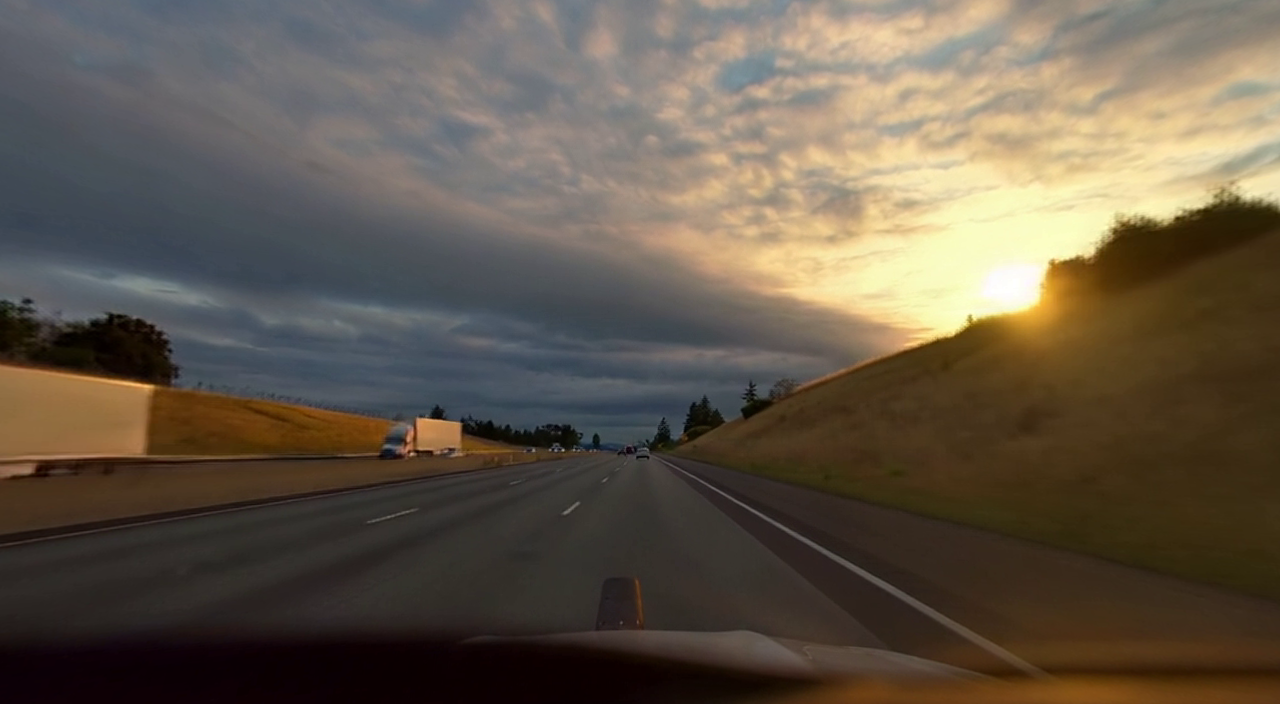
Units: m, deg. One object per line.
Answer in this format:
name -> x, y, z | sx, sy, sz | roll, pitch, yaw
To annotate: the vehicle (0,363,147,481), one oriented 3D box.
vehicle -> -22.919, 2.139, 19.819 | 2.900, 3.886, 14.872 | 0, -9, 0
